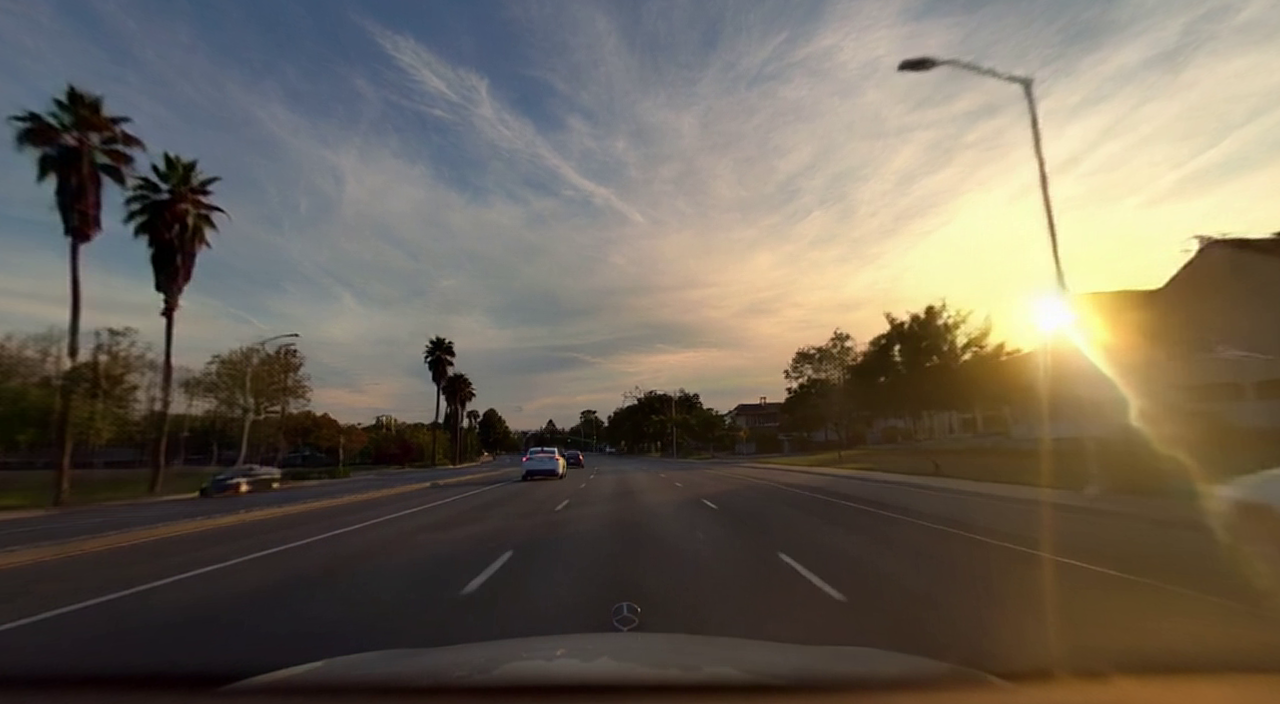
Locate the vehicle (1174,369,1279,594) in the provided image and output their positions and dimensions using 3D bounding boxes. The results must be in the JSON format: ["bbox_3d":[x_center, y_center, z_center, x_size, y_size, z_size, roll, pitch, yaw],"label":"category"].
[{"bbox_3d":[6.947,0.862,3.648,2.418,2.004,6.128,0,-9,1],"label":"vehicle"}]

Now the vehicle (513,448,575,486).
[{"bbox_3d":[-4.060,4.931,27.550,2.108,1.475,4.555,0,-9,-2],"label":"vehicle"}]

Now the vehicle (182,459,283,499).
[{"bbox_3d":[-19.262,6.008,30.158,2.180,1.539,4.244,-3,-8,-3],"label":"vehicle"}]
